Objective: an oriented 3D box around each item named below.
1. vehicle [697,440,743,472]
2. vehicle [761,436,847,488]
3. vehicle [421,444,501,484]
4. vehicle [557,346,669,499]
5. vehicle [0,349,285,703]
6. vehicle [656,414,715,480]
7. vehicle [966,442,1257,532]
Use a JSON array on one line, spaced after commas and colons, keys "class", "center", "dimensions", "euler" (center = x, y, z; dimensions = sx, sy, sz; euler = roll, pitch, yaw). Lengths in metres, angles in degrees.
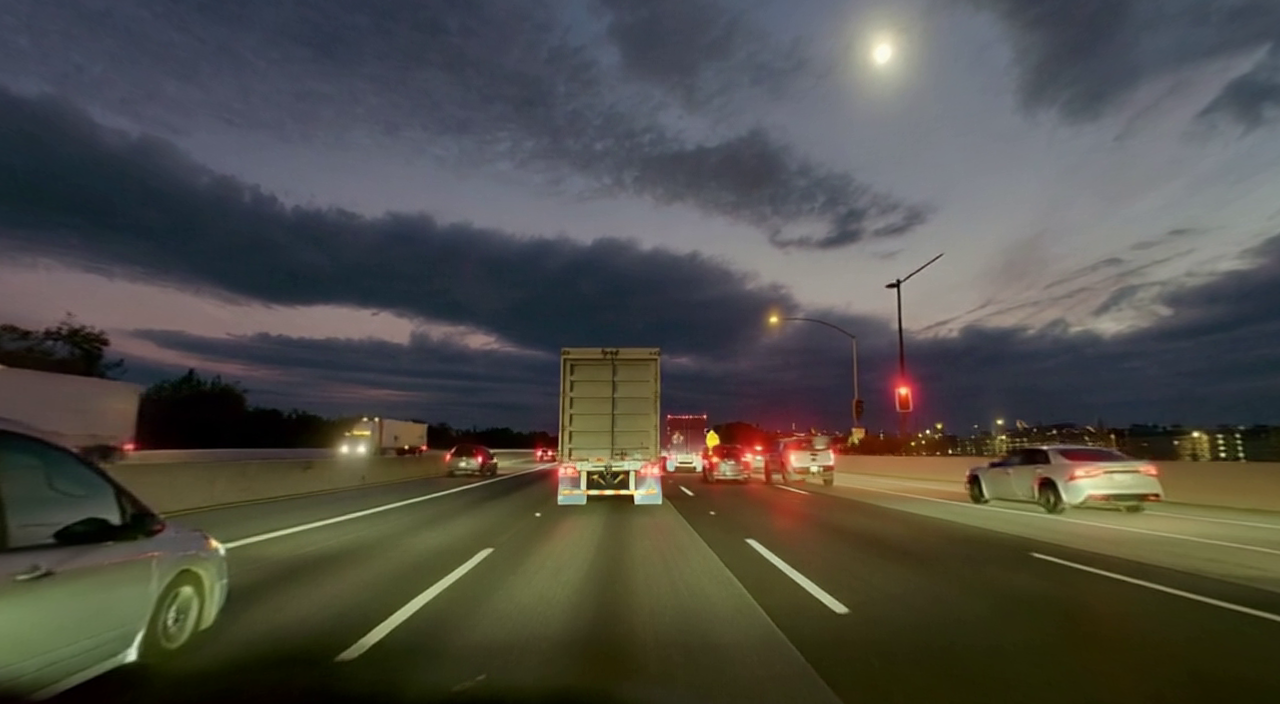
[{"class": "vehicle", "center": [5.543, 7.285, 44.493], "dimensions": [2.297, 2.116, 5.052], "euler": [0, -9, -3]}, {"class": "vehicle", "center": [6.469, 4.387, 25.552], "dimensions": [2.070, 1.888, 4.546], "euler": [0, -9, -2]}, {"class": "vehicle", "center": [-7.288, 4.581, 26.216], "dimensions": [1.973, 1.471, 4.779], "euler": [0, -9, -1]}, {"class": "vehicle", "center": [-0.760, 2.639, 22.036], "dimensions": [2.906, 4.040, 10.743], "euler": [0, -9, -1]}, {"class": "vehicle", "center": [-3.325, 0.789, 2.081], "dimensions": [1.946, 1.641, 4.105], "euler": [0, -9, -1]}, {"class": "vehicle", "center": [2.533, 5.729, 38.023], "dimensions": [2.669, 3.491, 8.645], "euler": [0, -9, -1]}, {"class": "vehicle", "center": [9.177, 2.629, 13.063], "dimensions": [2.002, 1.472, 4.950], "euler": [0, -9, -4]}]
